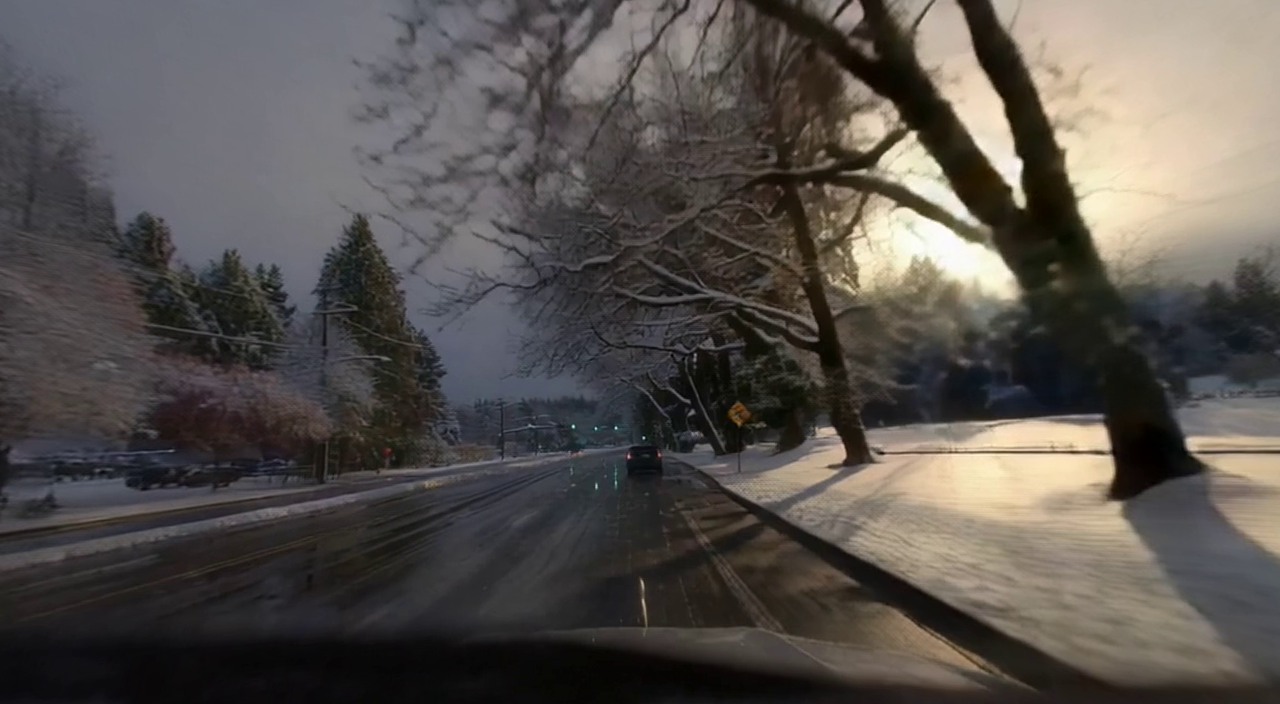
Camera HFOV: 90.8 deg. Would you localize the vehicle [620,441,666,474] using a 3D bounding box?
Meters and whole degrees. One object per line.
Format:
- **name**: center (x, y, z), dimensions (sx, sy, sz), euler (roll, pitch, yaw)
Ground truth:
- **vehicle**: center (0.237, 5.204, 31.381), dimensions (2.111, 1.466, 4.223), euler (-1, -8, 2)
